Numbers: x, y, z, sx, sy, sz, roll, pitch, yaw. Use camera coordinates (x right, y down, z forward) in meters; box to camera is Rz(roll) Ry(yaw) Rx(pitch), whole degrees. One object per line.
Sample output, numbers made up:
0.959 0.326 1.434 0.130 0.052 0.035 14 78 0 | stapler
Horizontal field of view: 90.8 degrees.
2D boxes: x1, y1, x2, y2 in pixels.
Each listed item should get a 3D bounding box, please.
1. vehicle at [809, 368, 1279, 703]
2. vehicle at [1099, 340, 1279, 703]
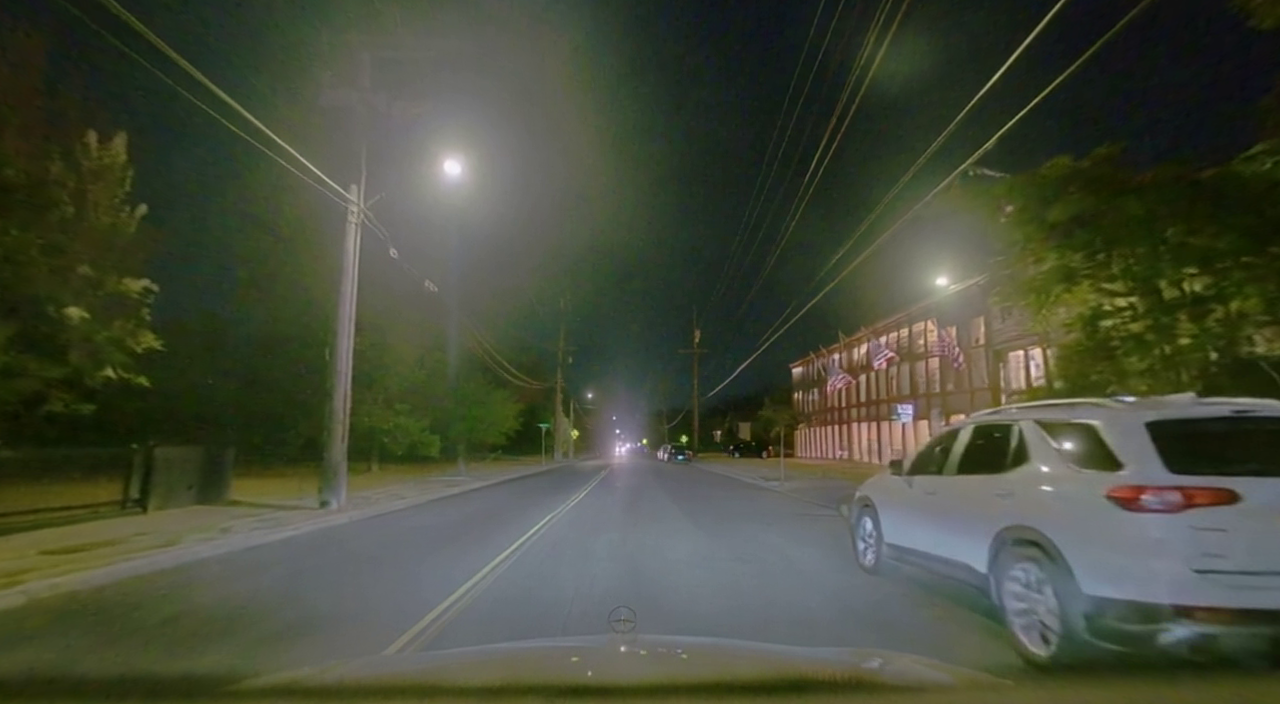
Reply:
3.371 1.325 5.796 2.203 1.787 4.704 0 -9 -2 | vehicle
3.530 0.608 0.875 2.061 1.793 5.100 0 -9 2 | vehicle
